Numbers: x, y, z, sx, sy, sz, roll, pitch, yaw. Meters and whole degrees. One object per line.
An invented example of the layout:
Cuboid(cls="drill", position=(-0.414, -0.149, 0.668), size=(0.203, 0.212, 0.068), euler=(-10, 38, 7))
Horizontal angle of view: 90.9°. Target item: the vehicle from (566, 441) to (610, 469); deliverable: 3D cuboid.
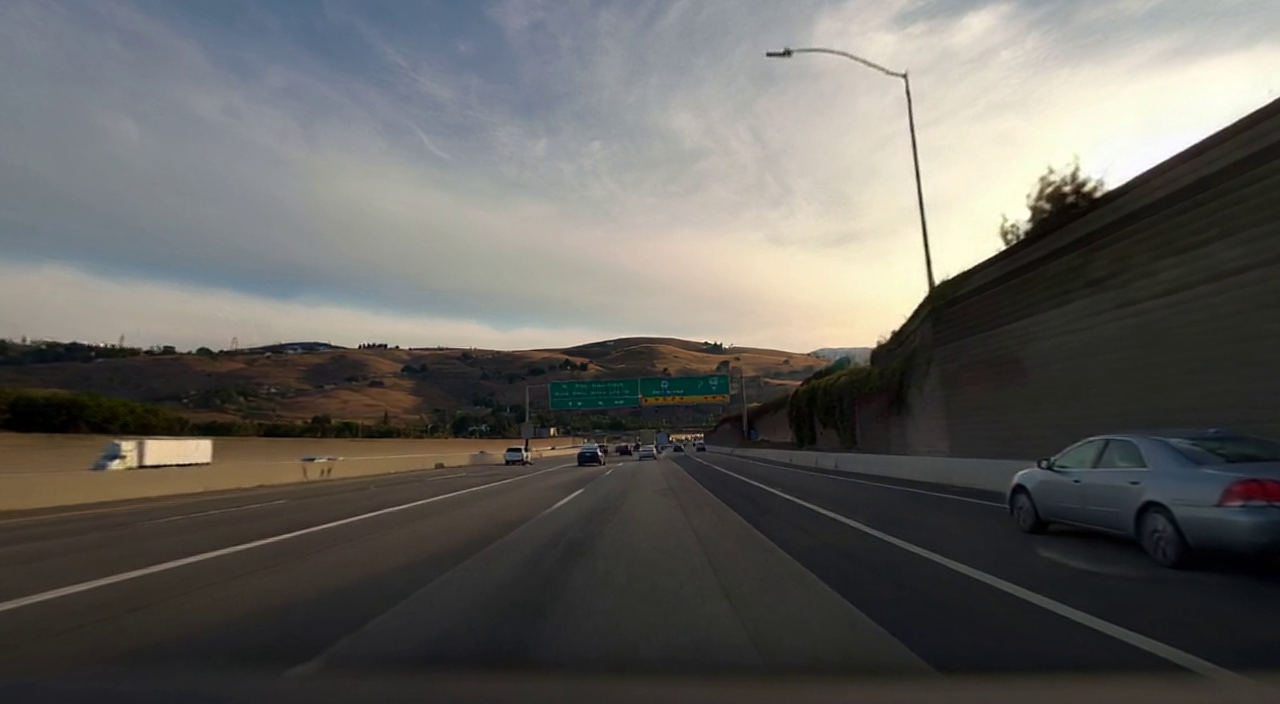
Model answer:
Cuboid(cls="vehicle", position=(-3.503, 7.056, 43.504), size=(2.172, 1.824, 5.031), euler=(-1, -8, 5))

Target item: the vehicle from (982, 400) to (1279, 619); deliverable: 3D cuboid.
Cuboid(cls="vehicle", position=(5.994, 1.492, 6.842), size=(2.122, 1.646, 4.491), euler=(-1, -8, 2))
